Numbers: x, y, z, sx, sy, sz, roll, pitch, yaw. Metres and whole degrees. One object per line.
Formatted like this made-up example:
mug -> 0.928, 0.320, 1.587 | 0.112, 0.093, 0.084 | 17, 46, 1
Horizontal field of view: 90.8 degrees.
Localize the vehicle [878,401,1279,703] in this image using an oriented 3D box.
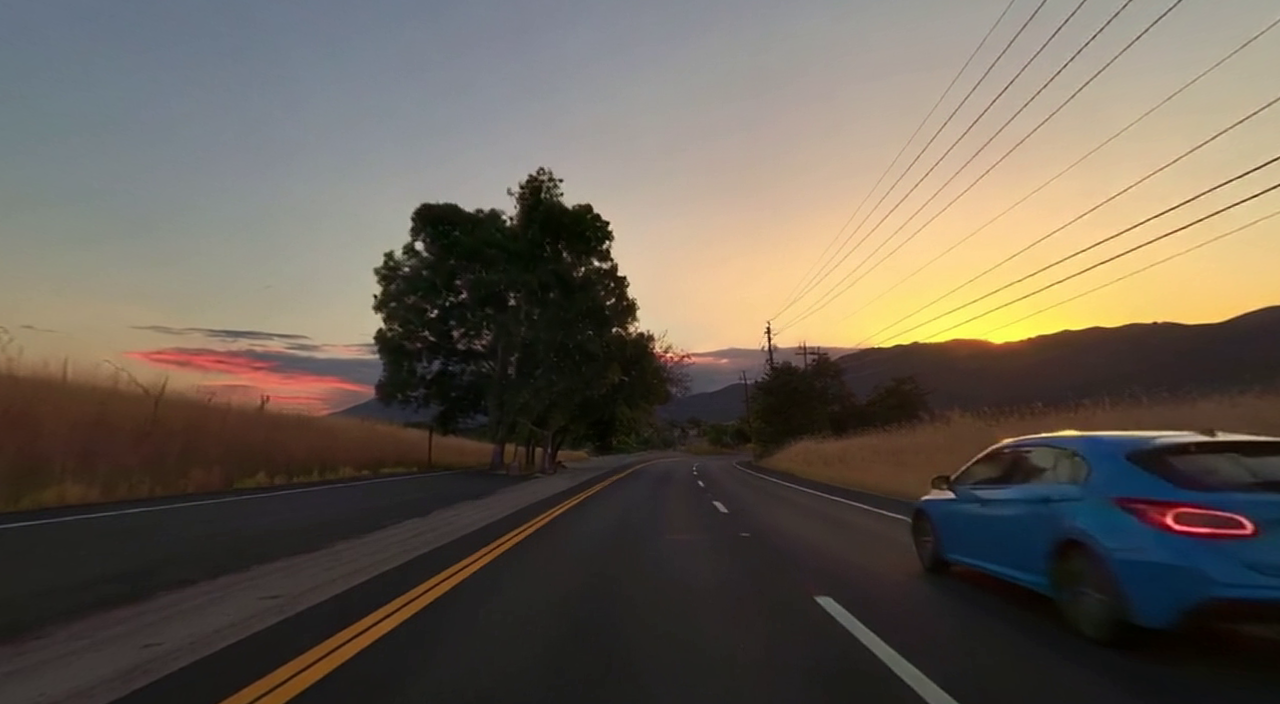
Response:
vehicle -> 3.903, 1.419, 5.347 | 2.135, 1.692, 4.185 | 0, -9, 0
